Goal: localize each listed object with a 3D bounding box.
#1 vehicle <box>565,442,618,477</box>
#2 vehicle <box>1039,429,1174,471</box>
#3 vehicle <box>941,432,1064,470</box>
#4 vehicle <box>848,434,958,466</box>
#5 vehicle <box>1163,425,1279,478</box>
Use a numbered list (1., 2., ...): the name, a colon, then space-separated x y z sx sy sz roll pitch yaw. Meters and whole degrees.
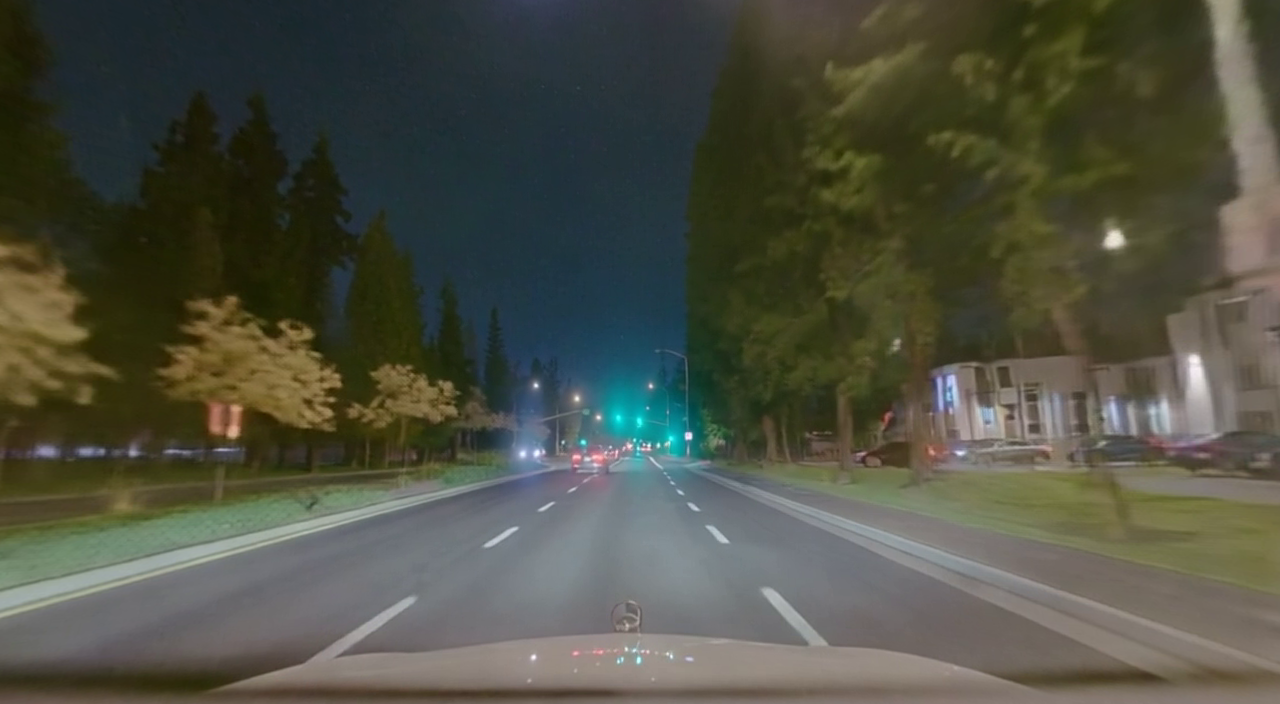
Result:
1. vehicle: -2.188 5.026 29.770 2.011 1.498 4.914 0 -9 1
2. vehicle: 17.327 3.654 23.566 3.846 1.488 1.695 1 -9 -8
3. vehicle: 16.713 4.563 29.250 4.564 1.663 2.033 1 -9 -9
4. vehicle: 15.444 5.778 37.283 5.604 1.833 2.128 1 -9 -8
5. vehicle: 17.934 2.894 18.211 4.382 1.385 1.925 3 -9 -11
